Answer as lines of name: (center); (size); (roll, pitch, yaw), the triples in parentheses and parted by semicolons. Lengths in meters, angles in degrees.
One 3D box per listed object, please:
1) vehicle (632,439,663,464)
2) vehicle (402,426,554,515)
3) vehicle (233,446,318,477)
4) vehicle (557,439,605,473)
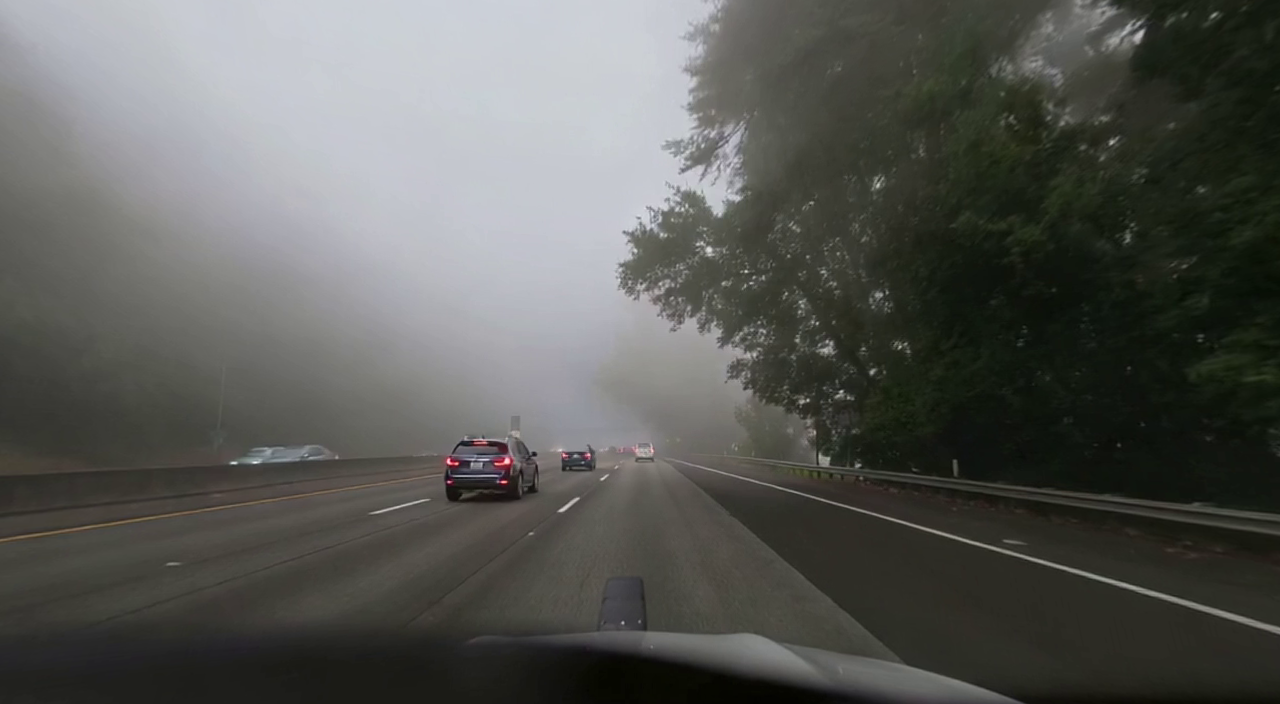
vehicle: (0.538, 7.540, 47.629); (2.285, 1.797, 4.478); (0, -8, 0)
vehicle: (-3.427, 2.622, 14.529); (2.040, 1.672, 5.122); (0, -8, 1)
vehicle: (-20.102, 6.012, 34.852); (1.931, 1.574, 4.441); (0, -8, 1)
vehicle: (-3.077, 5.532, 33.745); (2.056, 1.679, 4.204); (0, -8, 1)
